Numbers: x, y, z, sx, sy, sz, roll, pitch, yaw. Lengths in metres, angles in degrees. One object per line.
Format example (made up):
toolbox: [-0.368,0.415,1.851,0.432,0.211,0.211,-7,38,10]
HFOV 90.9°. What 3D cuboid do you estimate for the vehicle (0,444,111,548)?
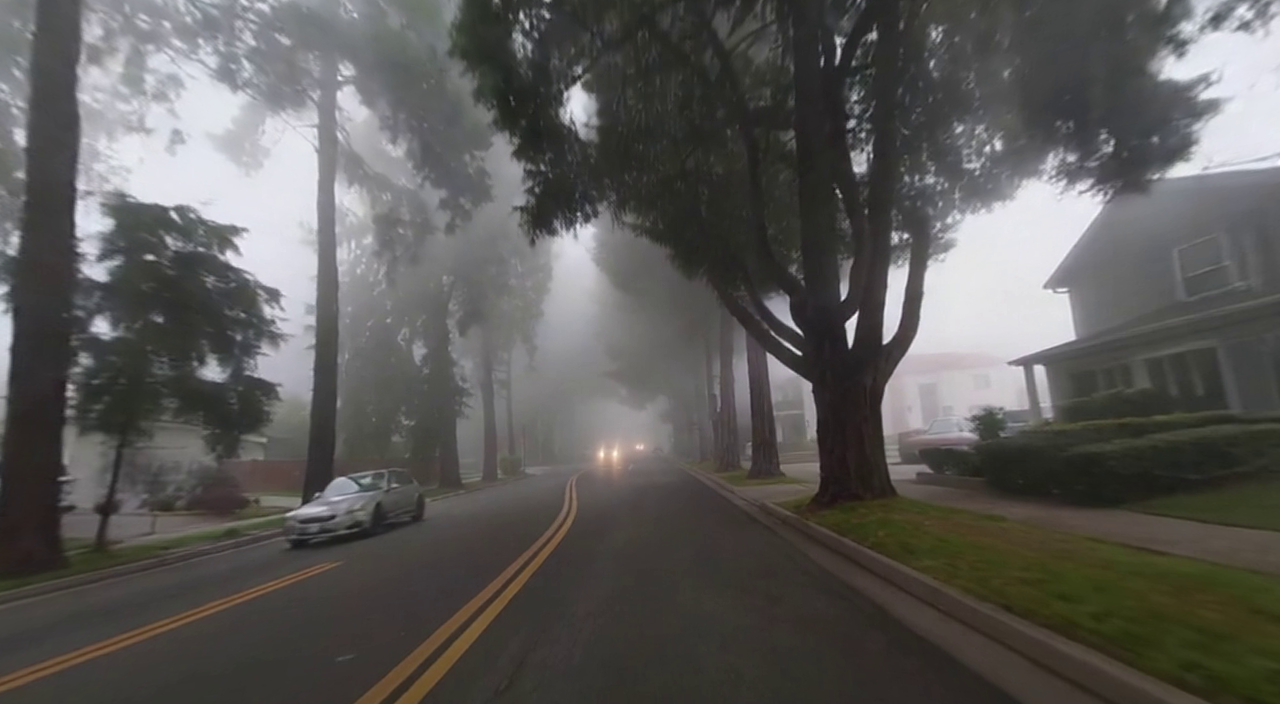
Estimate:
vehicle: [-16.881,3.334,15.150,5.969,2.158,2.643,0,-7,2]

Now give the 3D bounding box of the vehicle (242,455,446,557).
vehicle: [-5.701,2.958,12.845,1.956,1.452,4.426,-6,-9,1]
